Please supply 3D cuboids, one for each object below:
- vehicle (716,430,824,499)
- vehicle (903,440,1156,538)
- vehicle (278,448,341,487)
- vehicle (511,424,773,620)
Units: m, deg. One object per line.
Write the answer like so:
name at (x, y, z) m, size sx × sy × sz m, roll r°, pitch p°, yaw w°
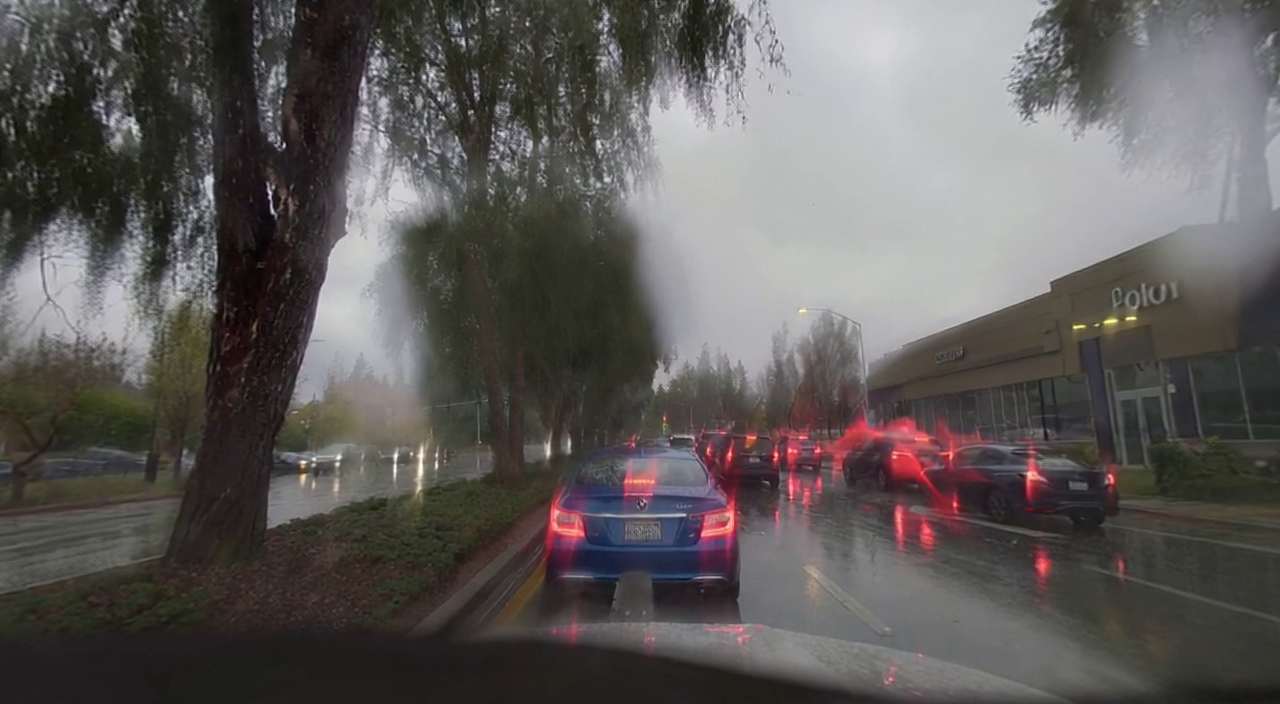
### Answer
vehicle at (3.608, 3.207, 18.457) m, size 2.114 × 1.736 × 4.553 m, roll 0°, pitch -8°, yaw -1°
vehicle at (6.836, 2.402, 11.795) m, size 1.911 × 1.468 × 4.417 m, roll 0°, pitch -8°, yaw 0°
vehicle at (-16.741, 5.743, 31.789) m, size 2.163 × 1.743 × 4.428 m, roll 6°, pitch -10°, yaw -34°
vehicle at (-0.017, 1.609, 7.021) m, size 1.977 × 1.465 × 4.376 m, roll 0°, pitch -8°, yaw -1°
